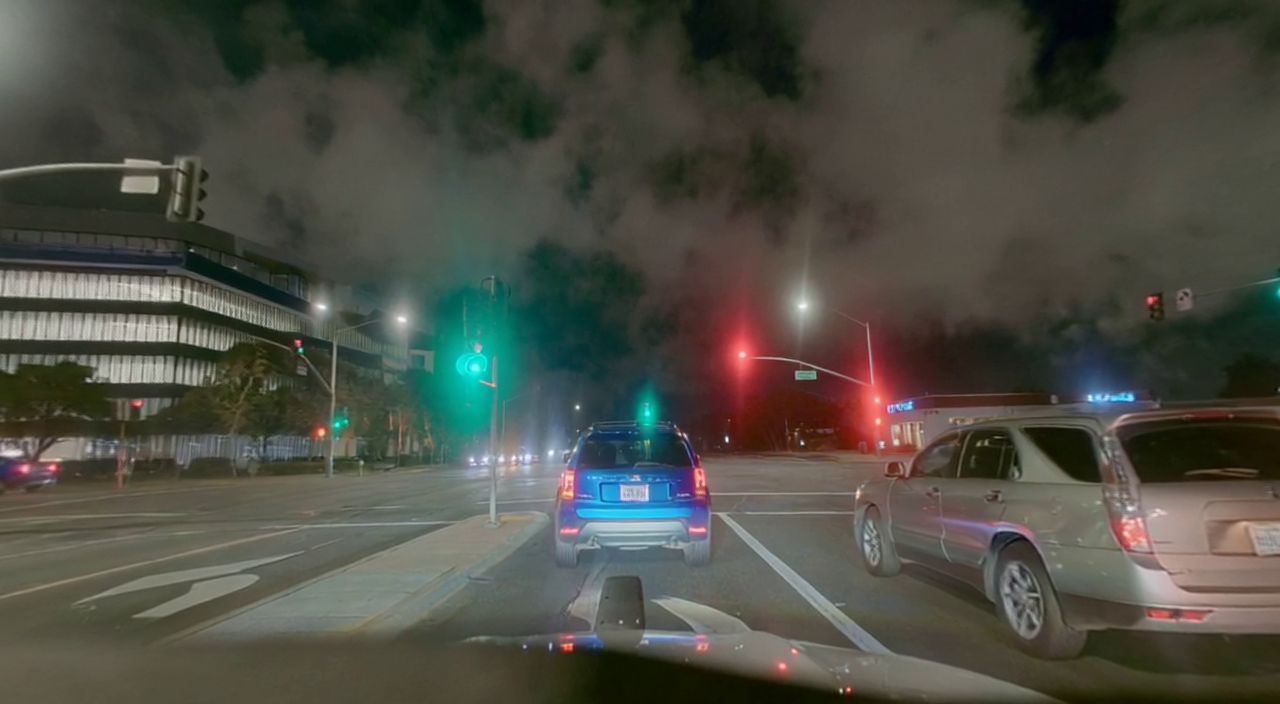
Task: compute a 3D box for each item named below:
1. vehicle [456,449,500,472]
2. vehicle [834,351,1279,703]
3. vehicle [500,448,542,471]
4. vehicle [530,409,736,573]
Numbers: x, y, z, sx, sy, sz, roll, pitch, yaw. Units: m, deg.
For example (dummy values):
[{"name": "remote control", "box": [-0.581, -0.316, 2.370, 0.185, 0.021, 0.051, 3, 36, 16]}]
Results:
[{"name": "vehicle", "box": [-11.816, 7.914, 46.427, 2.005, 1.596, 4.342, -1, -9, 1]}, {"name": "vehicle", "box": [3.209, 1.150, 4.770, 2.040, 1.674, 4.455, 0, -9, 0]}, {"name": "vehicle", "box": [-8.543, 7.742, 45.738, 2.163, 1.529, 4.210, 0, -9, 1]}, {"name": "vehicle", "box": [-0.120, 1.844, 9.179, 2.238, 1.762, 4.445, 0, -9, -1]}]
